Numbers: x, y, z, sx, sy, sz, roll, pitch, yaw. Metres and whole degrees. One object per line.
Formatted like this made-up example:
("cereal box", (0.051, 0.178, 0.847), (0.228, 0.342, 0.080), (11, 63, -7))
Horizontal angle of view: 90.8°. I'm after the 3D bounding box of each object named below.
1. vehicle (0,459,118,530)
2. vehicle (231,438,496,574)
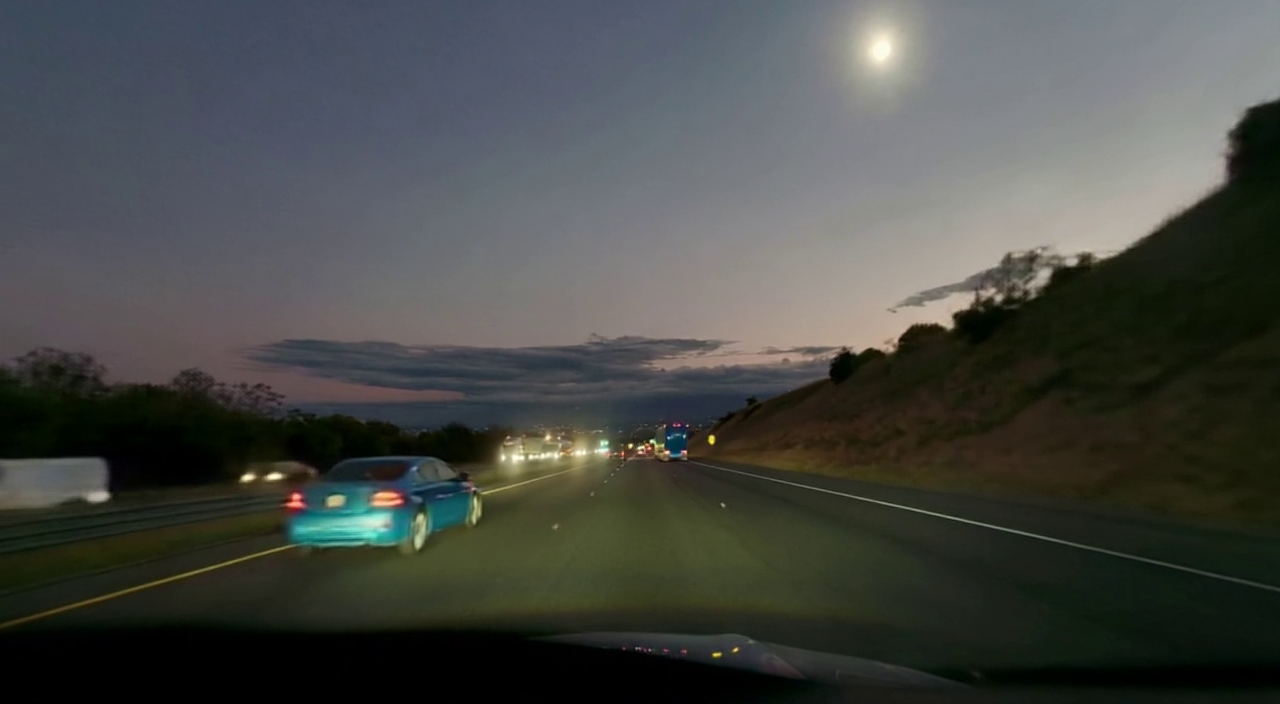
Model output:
("vehicle", (-15.150, 3.392, 15.183), (1.786, 1.510, 3.926), (0, -9, 0))
("vehicle", (-3.562, 2.040, 9.099), (2.013, 1.498, 3.908), (-1, -9, 1))
